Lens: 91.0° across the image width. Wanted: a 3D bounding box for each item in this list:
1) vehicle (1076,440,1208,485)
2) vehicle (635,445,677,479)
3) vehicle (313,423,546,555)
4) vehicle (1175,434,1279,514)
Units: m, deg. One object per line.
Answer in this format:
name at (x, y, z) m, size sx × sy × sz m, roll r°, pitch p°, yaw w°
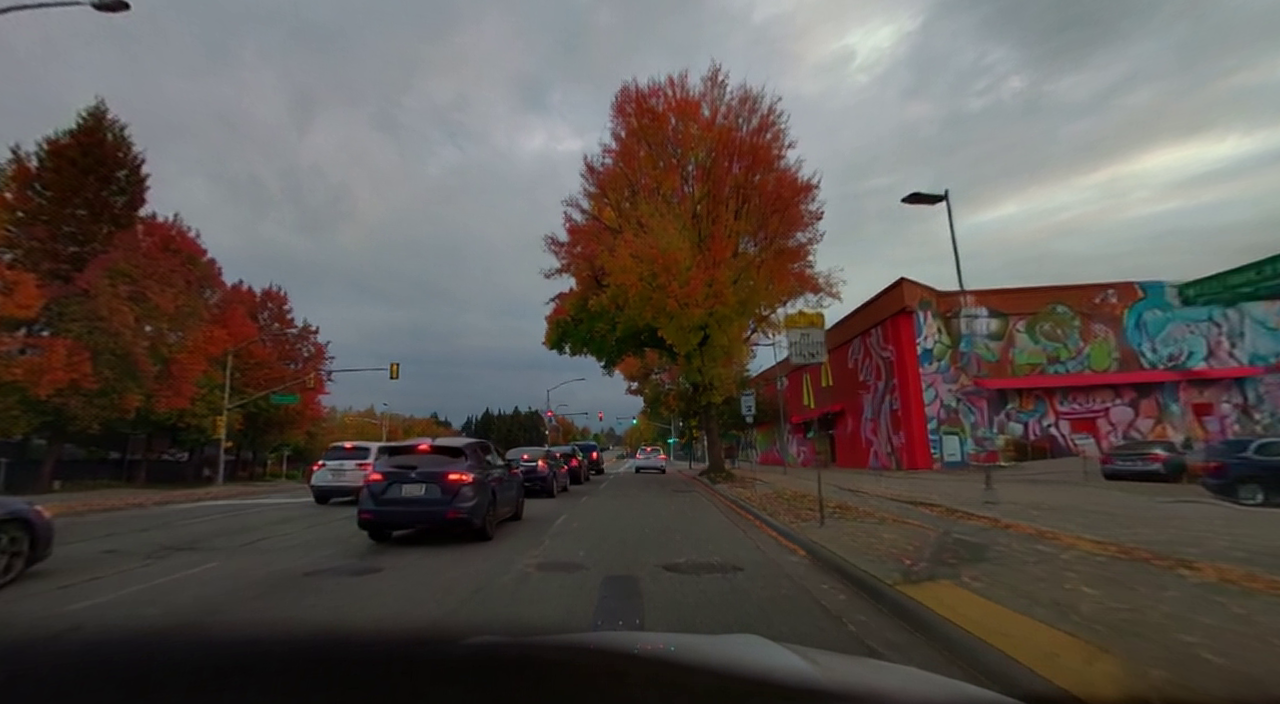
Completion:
vehicle at (20.607, 4.553, 26.141) m, size 1.917 × 1.675 × 4.450 m, roll 0°, pitch -9°, yaw 3°
vehicle at (0.866, 6.044, 34.817) m, size 2.144 × 1.704 × 4.028 m, roll 0°, pitch -9°, yaw 1°
vehicle at (-3.053, 2.112, 10.432) m, size 2.165 × 1.663 × 4.513 m, roll 0°, pitch -9°, yaw 2°
vehicle at (14.754, 2.643, 13.643) m, size 1.963 × 1.703 × 4.447 m, roll 2°, pitch -9°, yaw -10°
